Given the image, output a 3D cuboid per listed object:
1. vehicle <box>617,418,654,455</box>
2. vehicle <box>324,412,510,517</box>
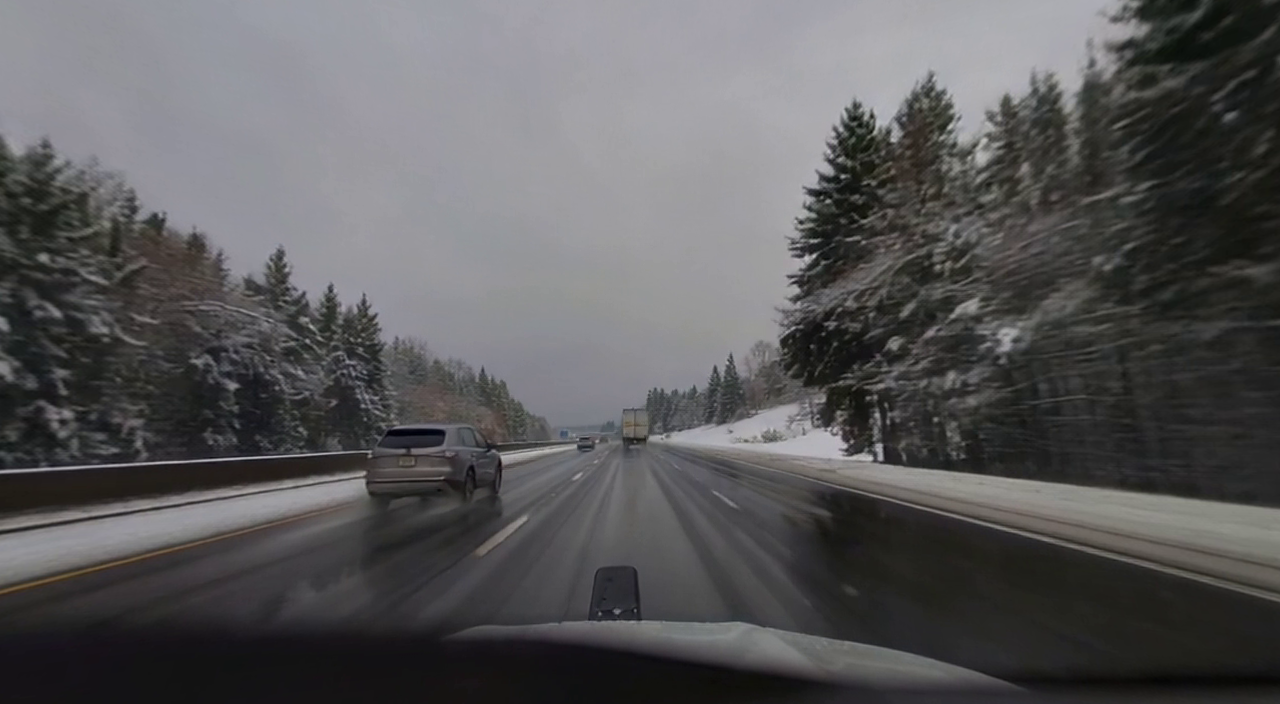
[{"bbox_3d":[-0.359,6.208,46.413,2.526,2.531,5.026,0,-8,-1],"label":"vehicle"},{"bbox_3d":[-3.986,2.069,12.204,2.045,1.655,4.301,0,-8,0],"label":"vehicle"}]
